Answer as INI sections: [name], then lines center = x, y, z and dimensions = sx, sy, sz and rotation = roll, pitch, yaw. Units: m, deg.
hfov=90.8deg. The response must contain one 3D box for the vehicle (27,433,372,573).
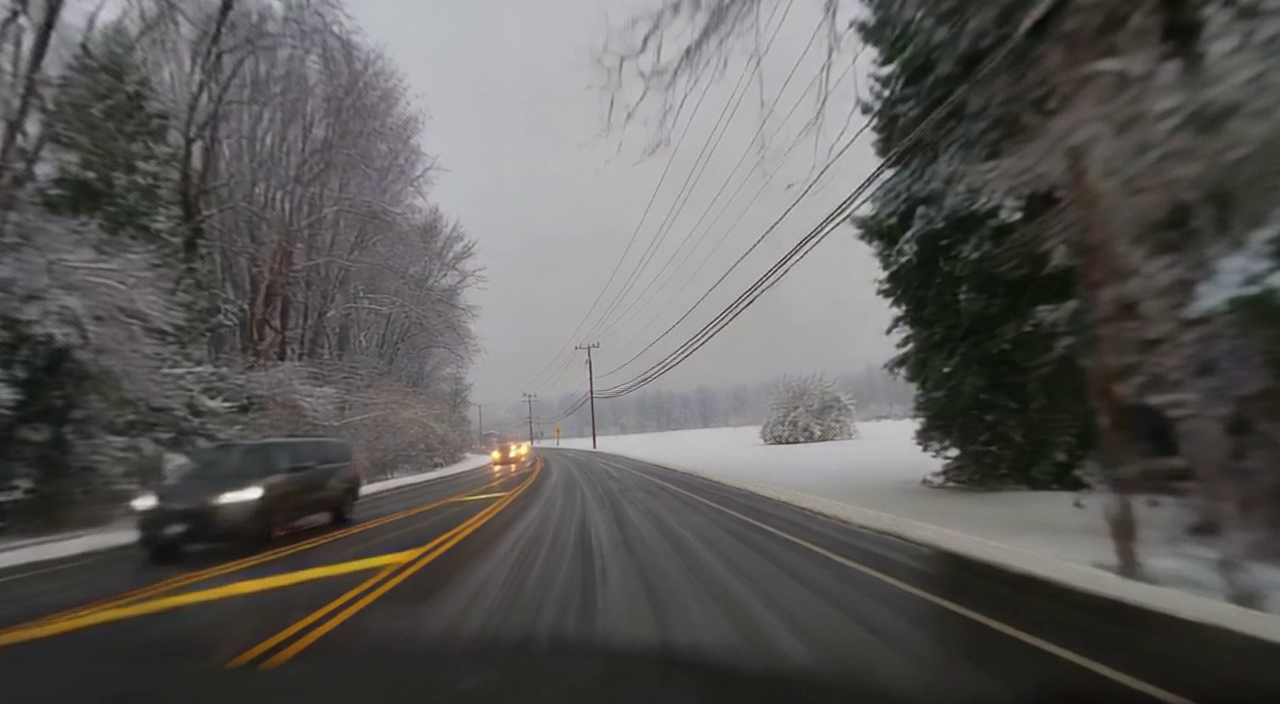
[vehicle]
center = -7.422, 2.558, 11.816
dimensions = 2.397, 1.932, 5.703
rotation = 0, -8, -1
